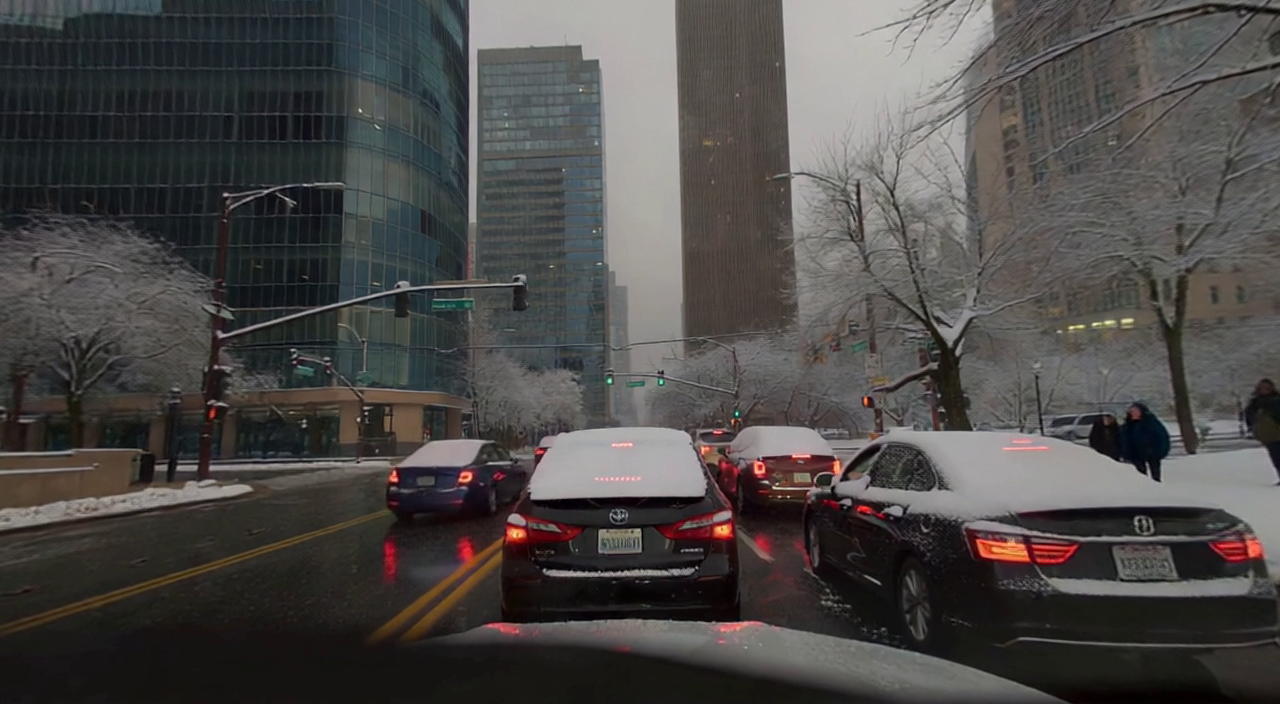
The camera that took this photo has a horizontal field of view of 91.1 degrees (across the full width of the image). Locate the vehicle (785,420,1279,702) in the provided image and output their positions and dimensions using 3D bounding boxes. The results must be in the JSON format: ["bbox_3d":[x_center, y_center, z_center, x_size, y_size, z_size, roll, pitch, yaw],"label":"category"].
[{"bbox_3d":[2.752,1.406,5.449,1.952,1.464,4.165,0,-8,-1],"label":"vehicle"}]

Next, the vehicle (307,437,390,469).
[{"bbox_3d":[-17.141,5.920,36.950,4.294,1.819,2.043,-4,-9,25],"label":"vehicle"}]

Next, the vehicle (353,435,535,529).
[{"bbox_3d":[-3.438,2.359,12.083,1.957,1.427,4.531,0,-8,1],"label":"vehicle"}]

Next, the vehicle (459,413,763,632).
[{"bbox_3d":[-0.268,1.464,6.399,2.072,1.476,4.078,0,-8,-2],"label":"vehicle"}]

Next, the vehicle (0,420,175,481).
[{"bbox_3d":[-28.372,5.064,32.363,6.756,2.955,2.367,0,-8,0],"label":"vehicle"}]
